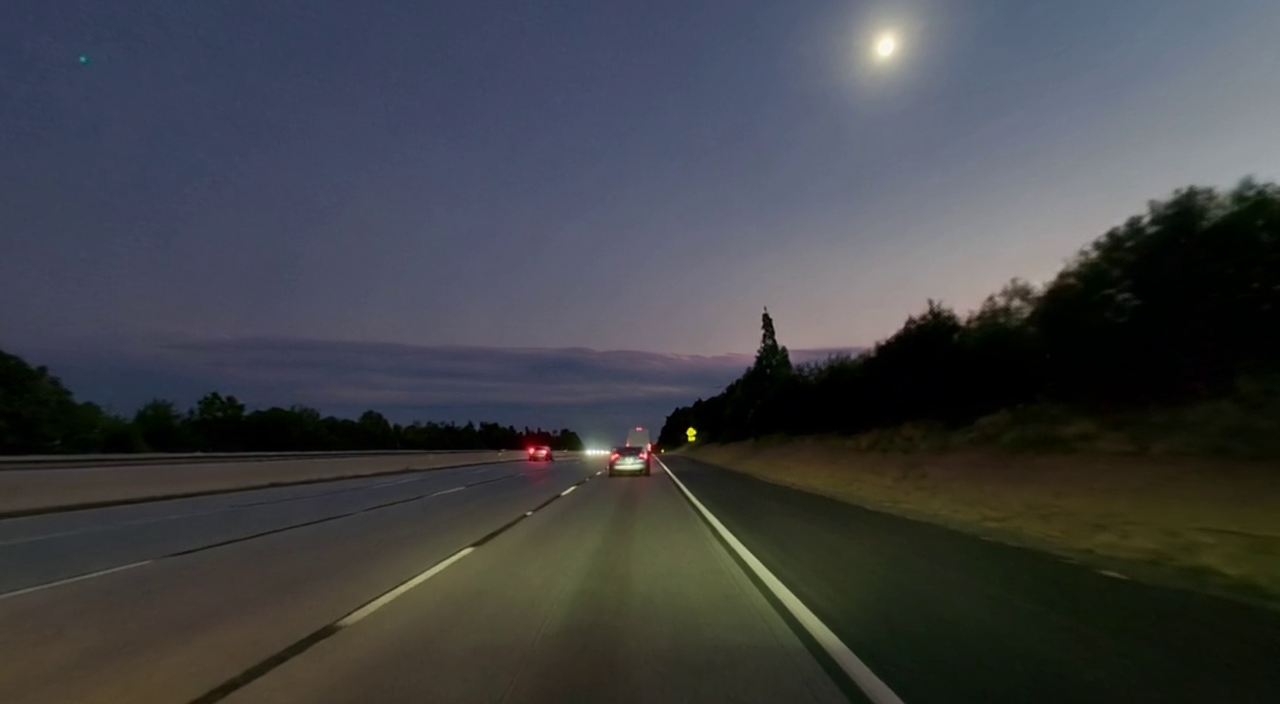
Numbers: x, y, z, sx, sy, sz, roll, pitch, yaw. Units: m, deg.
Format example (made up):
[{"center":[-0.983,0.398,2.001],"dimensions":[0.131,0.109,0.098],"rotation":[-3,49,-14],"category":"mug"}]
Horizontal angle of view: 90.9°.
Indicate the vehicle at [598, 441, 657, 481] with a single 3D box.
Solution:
[{"center":[-0.469,4.422,25.781],"dimensions":[2.238,1.479,3.672],"rotation":[0,-9,0],"category":"vehicle"}]
